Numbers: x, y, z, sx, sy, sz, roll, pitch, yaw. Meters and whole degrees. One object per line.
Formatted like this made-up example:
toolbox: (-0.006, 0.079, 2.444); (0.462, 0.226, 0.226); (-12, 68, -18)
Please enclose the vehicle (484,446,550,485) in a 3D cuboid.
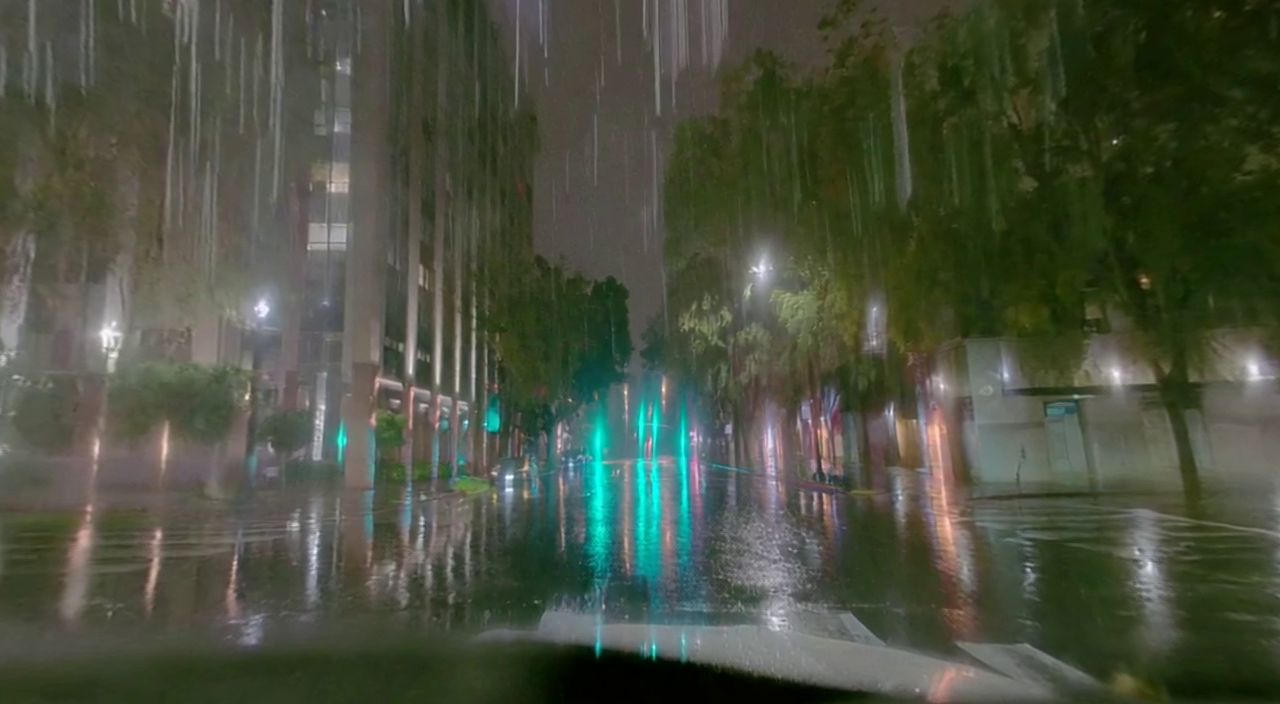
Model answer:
vehicle: (-5.762, 5.358, 30.167); (2.223, 1.658, 4.621); (0, -8, 0)
